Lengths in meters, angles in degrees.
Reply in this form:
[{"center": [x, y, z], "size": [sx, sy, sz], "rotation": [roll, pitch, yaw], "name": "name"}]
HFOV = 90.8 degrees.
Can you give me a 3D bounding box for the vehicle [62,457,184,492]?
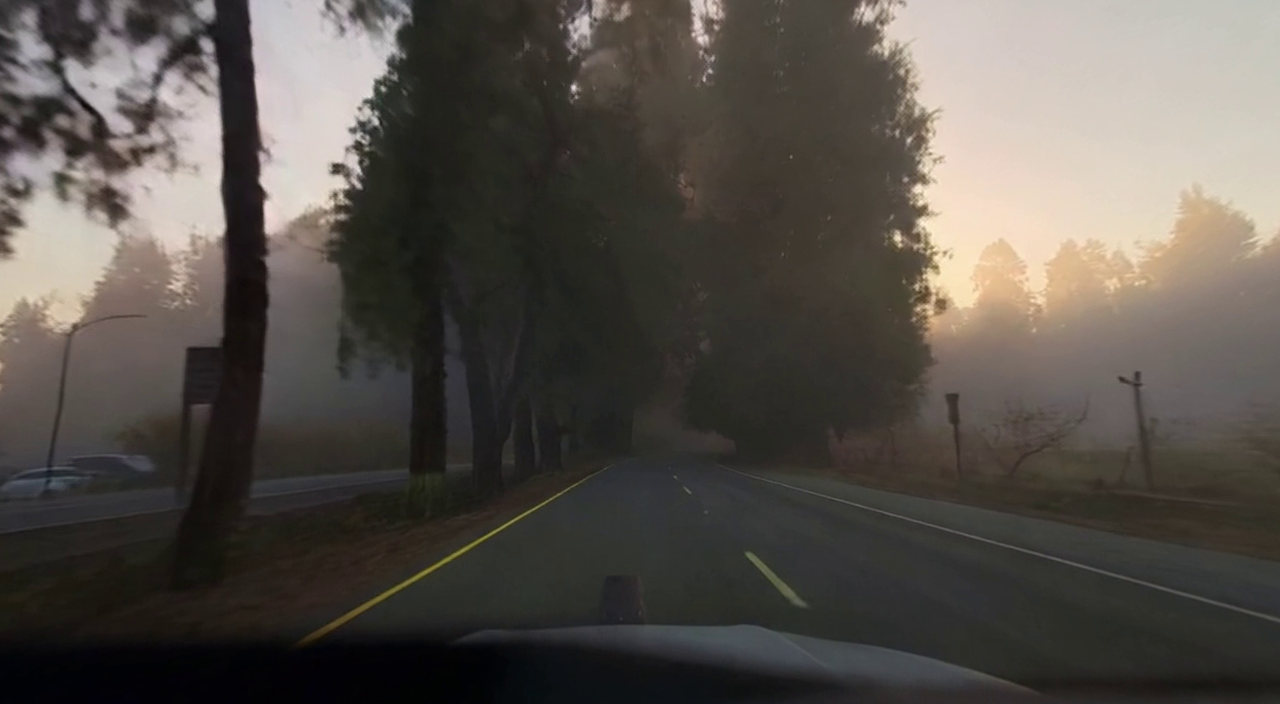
[{"center": [-32.169, 7.591, 39.406], "size": [5.647, 2.071, 2.194], "rotation": [0, -9, 2], "name": "vehicle"}]
